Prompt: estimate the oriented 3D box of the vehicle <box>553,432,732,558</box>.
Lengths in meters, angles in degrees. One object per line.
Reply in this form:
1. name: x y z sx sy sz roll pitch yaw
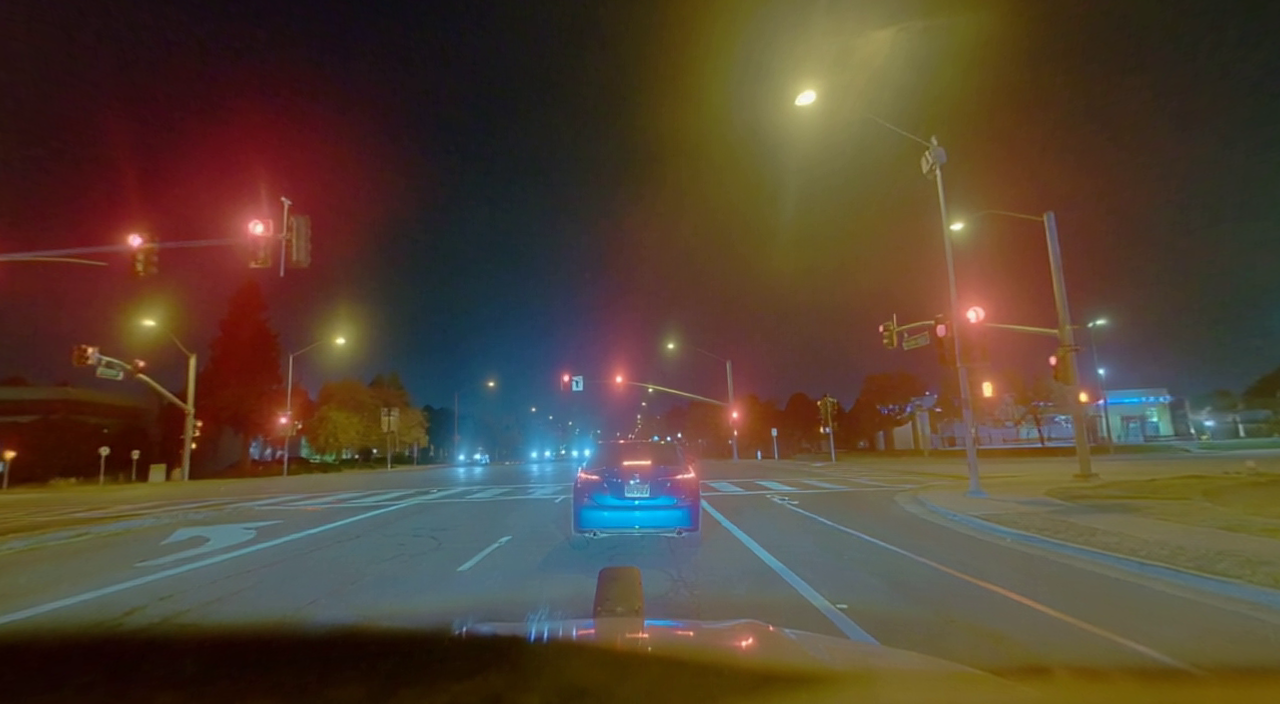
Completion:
1. vehicle: 0.001 1.993 9.508 2.107 1.470 3.974 0 -9 -1
